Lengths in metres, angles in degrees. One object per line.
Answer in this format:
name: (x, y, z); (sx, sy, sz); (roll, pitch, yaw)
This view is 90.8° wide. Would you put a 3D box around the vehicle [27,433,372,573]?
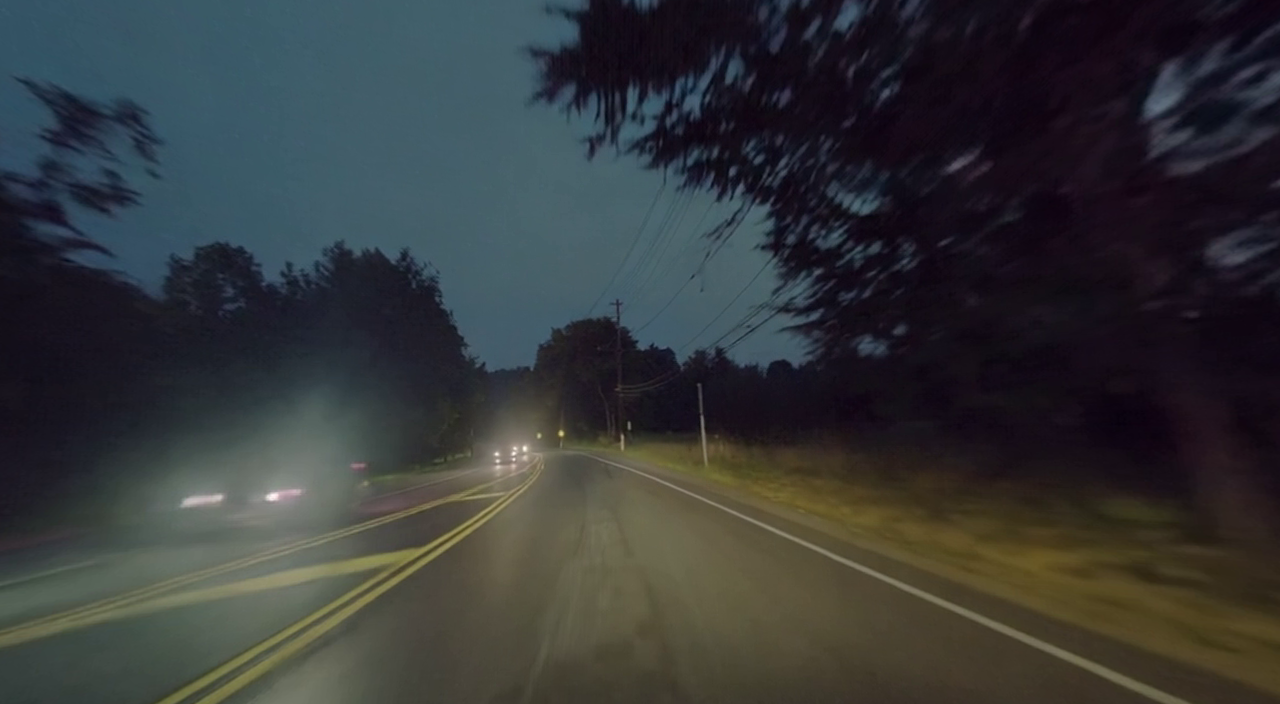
vehicle: (-7.422, 2.558, 11.816); (2.397, 1.932, 5.703); (0, -8, -1)
